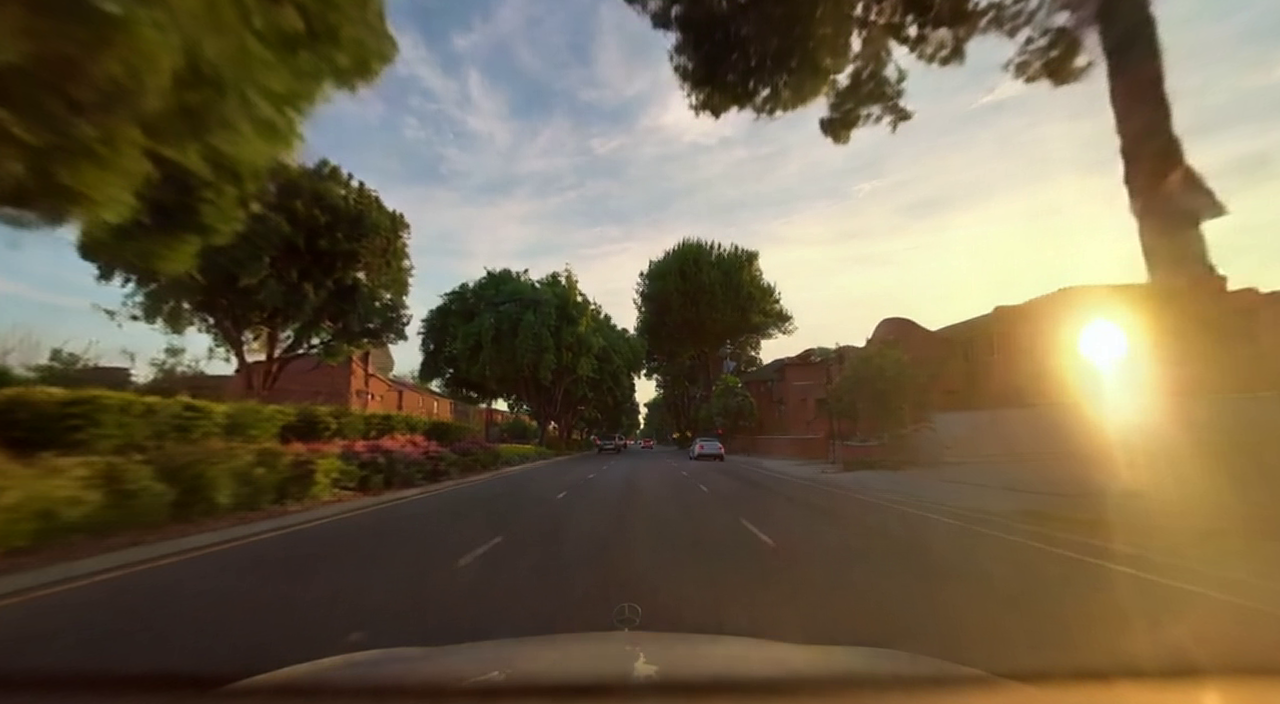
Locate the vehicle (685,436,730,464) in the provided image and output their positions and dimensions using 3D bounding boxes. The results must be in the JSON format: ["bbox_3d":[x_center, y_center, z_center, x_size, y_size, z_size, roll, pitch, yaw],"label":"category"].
[{"bbox_3d":[4.075,6.015,38.934,2.237,1.578,4.621,0,-8,-1],"label":"vehicle"}]
